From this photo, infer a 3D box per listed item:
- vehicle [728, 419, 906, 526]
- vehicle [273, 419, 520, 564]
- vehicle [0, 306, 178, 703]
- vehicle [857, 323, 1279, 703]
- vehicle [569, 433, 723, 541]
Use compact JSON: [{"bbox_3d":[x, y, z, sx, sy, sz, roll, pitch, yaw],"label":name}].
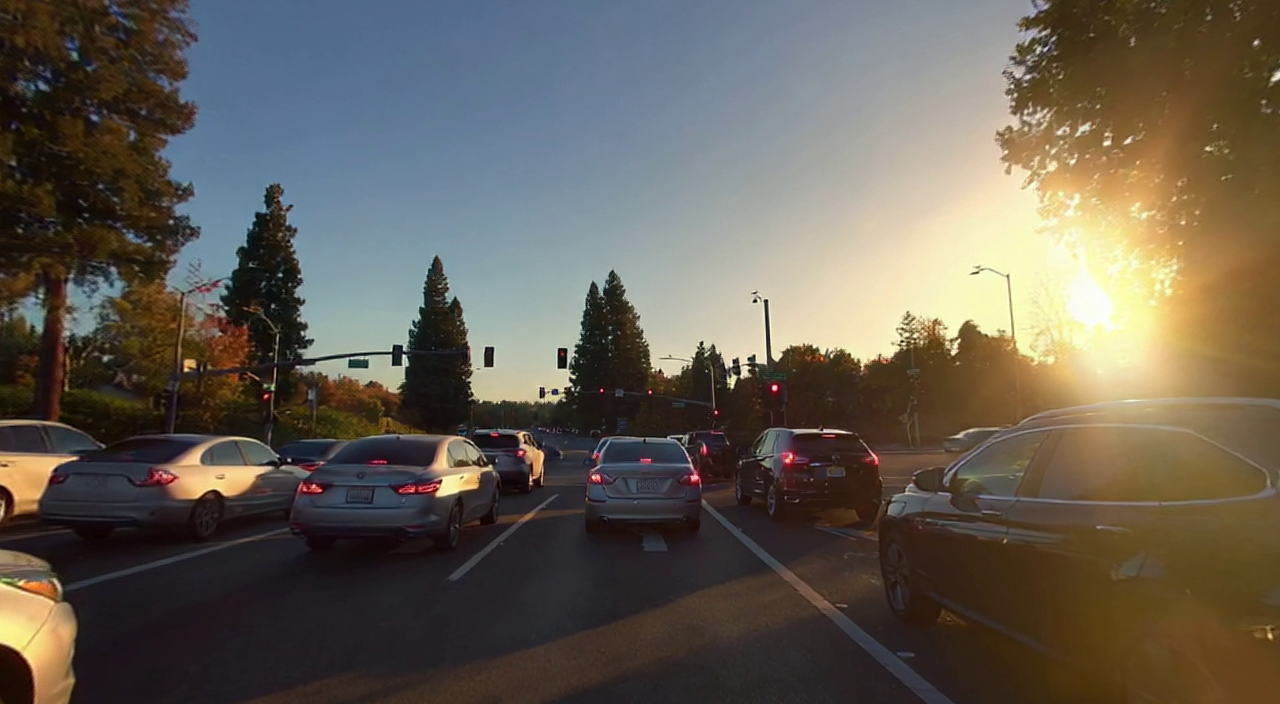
[{"bbox_3d":[3.079,2.199,12.008,2.106,1.667,4.101,0,-8,-1],"label":"vehicle"},{"bbox_3d":[-3.057,1.836,9.077,1.896,1.546,4.378,0,-8,-1],"label":"vehicle"},{"bbox_3d":[-3.200,0.496,0.604,2.079,1.756,4.676,0,-8,-3],"label":"vehicle"},{"bbox_3d":[3.153,0.993,3.736,2.074,1.685,4.387,0,-8,-1],"label":"vehicle"},{"bbox_3d":[0.007,2.102,10.429,2.076,1.438,3.770,0,-8,-2],"label":"vehicle"}]
